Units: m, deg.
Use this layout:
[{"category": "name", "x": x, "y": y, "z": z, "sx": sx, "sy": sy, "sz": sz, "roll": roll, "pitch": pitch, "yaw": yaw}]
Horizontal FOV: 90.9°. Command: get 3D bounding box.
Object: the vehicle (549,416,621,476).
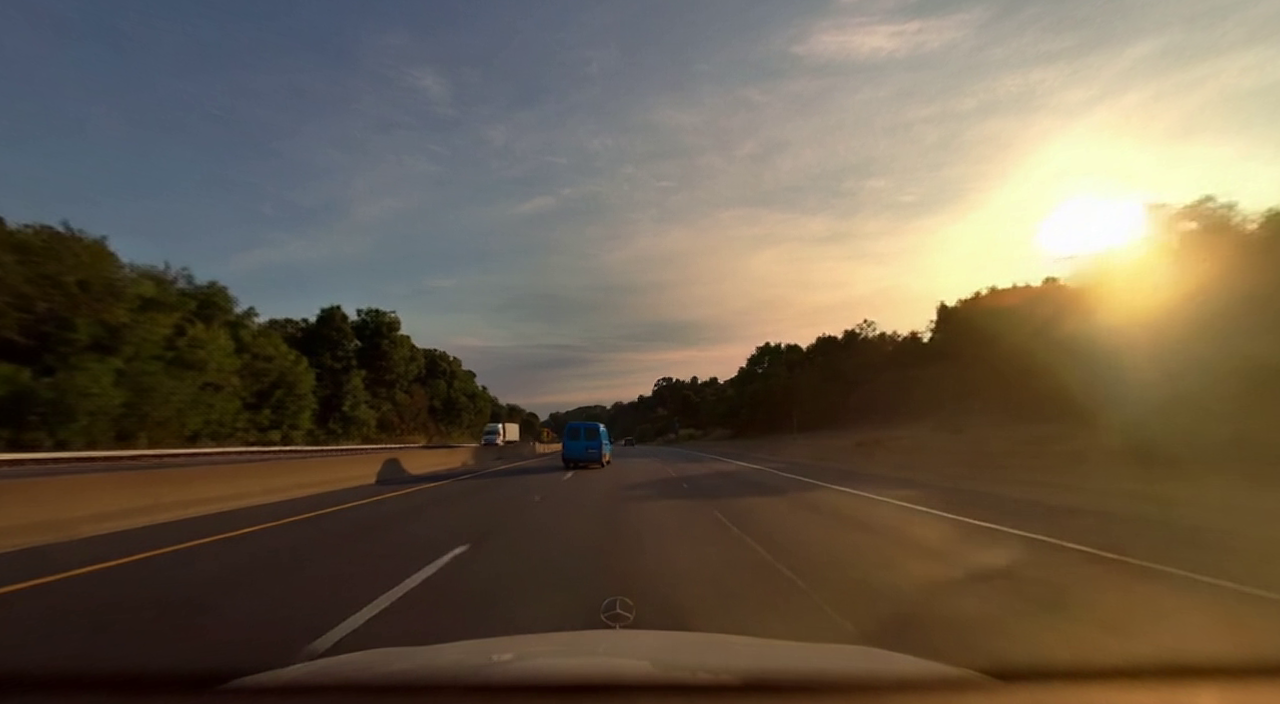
[{"category": "vehicle", "x": -1.939, "y": 3.530, "z": 23.934, "sx": 2.297, "sy": 2.011, "sz": 4.736, "roll": 0, "pitch": -8, "yaw": 0}]
